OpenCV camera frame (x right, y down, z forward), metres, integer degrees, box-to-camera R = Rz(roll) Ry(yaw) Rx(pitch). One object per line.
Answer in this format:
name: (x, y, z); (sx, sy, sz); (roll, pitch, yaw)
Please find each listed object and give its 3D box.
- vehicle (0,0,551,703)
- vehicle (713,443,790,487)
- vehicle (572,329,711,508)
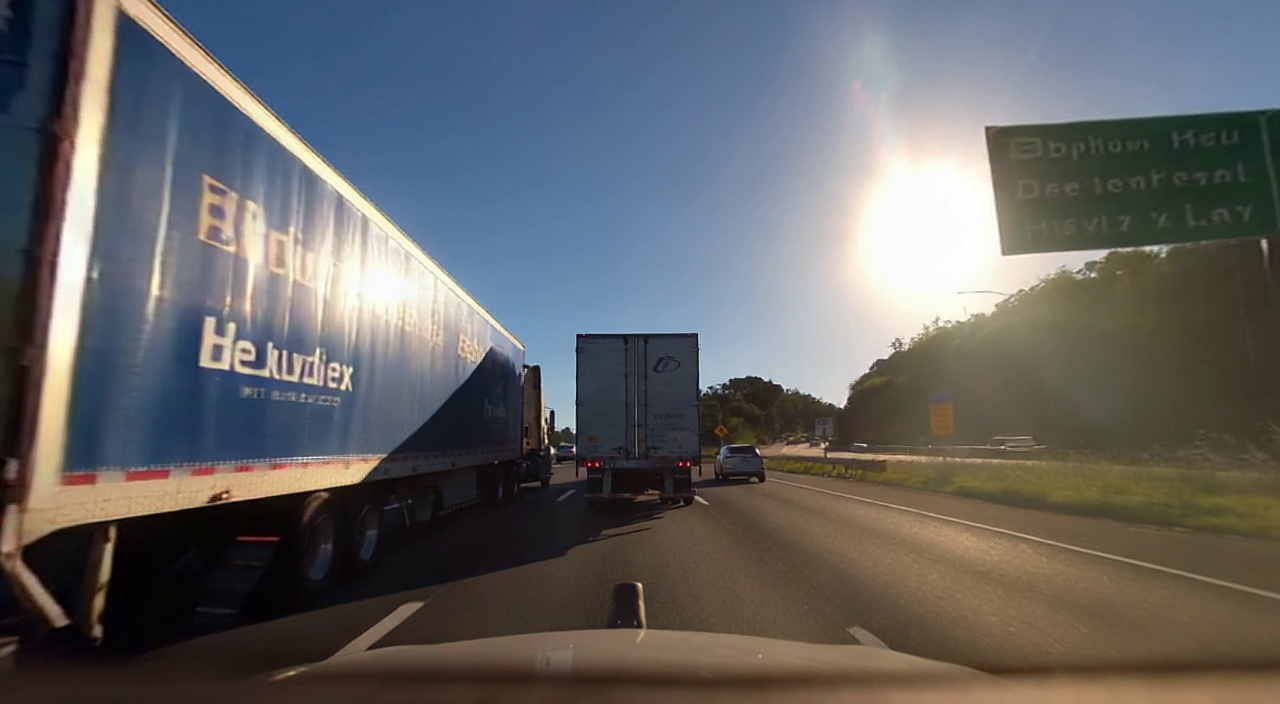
vehicle: (-4.098, 0.872, 10.647); (2.873, 4.107, 15.970); (0, -9, 0)
vehicle: (4.040, 4.151, 23.594); (2.010, 1.446, 4.579); (0, -9, 0)
vehicle: (-0.008, 2.120, 18.405); (2.910, 3.828, 9.805); (0, -9, 0)
